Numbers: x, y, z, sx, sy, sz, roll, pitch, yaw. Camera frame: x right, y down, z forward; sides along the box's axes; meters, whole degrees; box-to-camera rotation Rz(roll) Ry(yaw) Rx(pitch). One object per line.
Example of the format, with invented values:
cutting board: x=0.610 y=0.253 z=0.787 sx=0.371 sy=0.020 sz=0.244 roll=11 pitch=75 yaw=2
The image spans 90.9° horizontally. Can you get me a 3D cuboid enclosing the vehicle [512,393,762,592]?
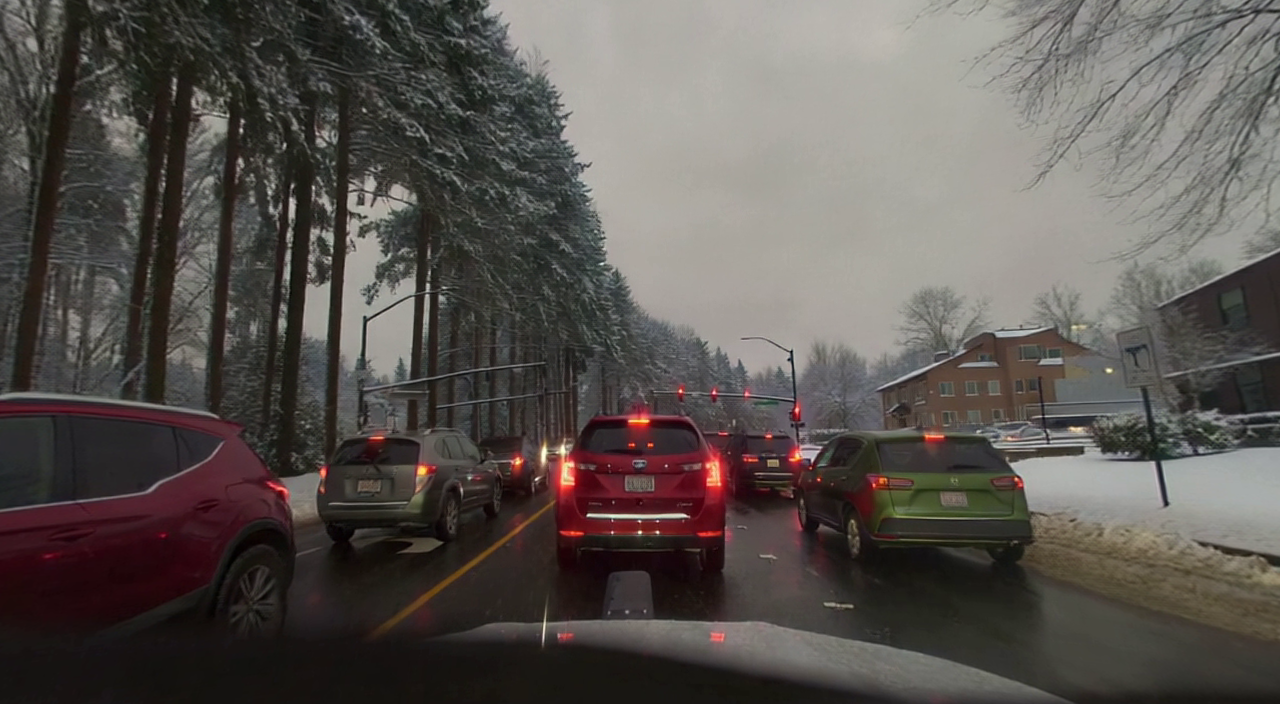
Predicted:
vehicle: x=-0.004 y=1.538 z=7.652 sx=2.193 sy=1.744 sz=4.033 roll=0 pitch=-8 yaw=1

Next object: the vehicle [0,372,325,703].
vehicle: x=-3.780 y=0.995 z=3.308 sx=1.929 sy=1.641 sz=4.193 roll=0 pitch=-8 yaw=2

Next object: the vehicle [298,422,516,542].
vehicle: x=-3.654 y=2.117 z=10.926 sx=2.042 sy=1.641 sz=4.314 roll=0 pitch=-8 yaw=1

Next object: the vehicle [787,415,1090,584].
vehicle: x=3.267 y=1.672 z=7.864 sx=1.922 sy=1.579 sz=3.642 roll=0 pitch=-8 yaw=-1
